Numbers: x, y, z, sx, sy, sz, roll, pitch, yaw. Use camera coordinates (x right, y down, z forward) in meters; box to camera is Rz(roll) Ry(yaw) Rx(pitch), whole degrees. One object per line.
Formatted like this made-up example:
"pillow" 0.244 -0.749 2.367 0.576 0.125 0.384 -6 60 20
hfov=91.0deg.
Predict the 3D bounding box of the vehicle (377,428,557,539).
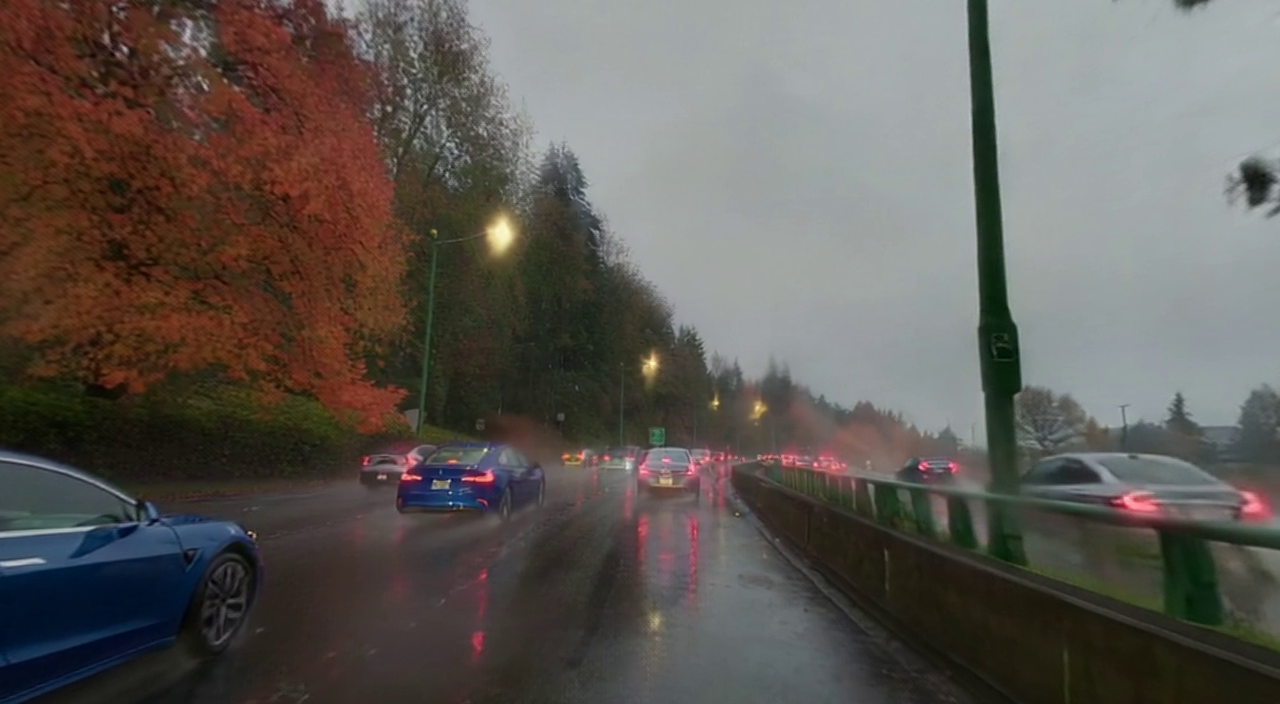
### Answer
"vehicle" -2.941 2.351 11.919 1.979 1.663 4.513 0 -9 2

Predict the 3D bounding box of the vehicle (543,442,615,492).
"vehicle" -2.154 4.214 23.491 1.930 1.635 4.260 0 -9 5

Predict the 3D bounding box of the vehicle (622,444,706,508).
"vehicle" 0.692 3.299 17.275 2.015 1.506 4.276 0 -9 3

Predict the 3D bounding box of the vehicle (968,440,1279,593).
"vehicle" 6.681 2.118 8.991 1.768 1.634 4.064 1 -9 0

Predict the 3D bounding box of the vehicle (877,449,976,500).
"vehicle" 11.394 4.856 25.478 2.121 1.777 4.755 0 -9 5

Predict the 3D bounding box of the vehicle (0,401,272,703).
"vehicle" -3.488 0.878 2.038 1.921 1.503 4.317 0 -9 1
